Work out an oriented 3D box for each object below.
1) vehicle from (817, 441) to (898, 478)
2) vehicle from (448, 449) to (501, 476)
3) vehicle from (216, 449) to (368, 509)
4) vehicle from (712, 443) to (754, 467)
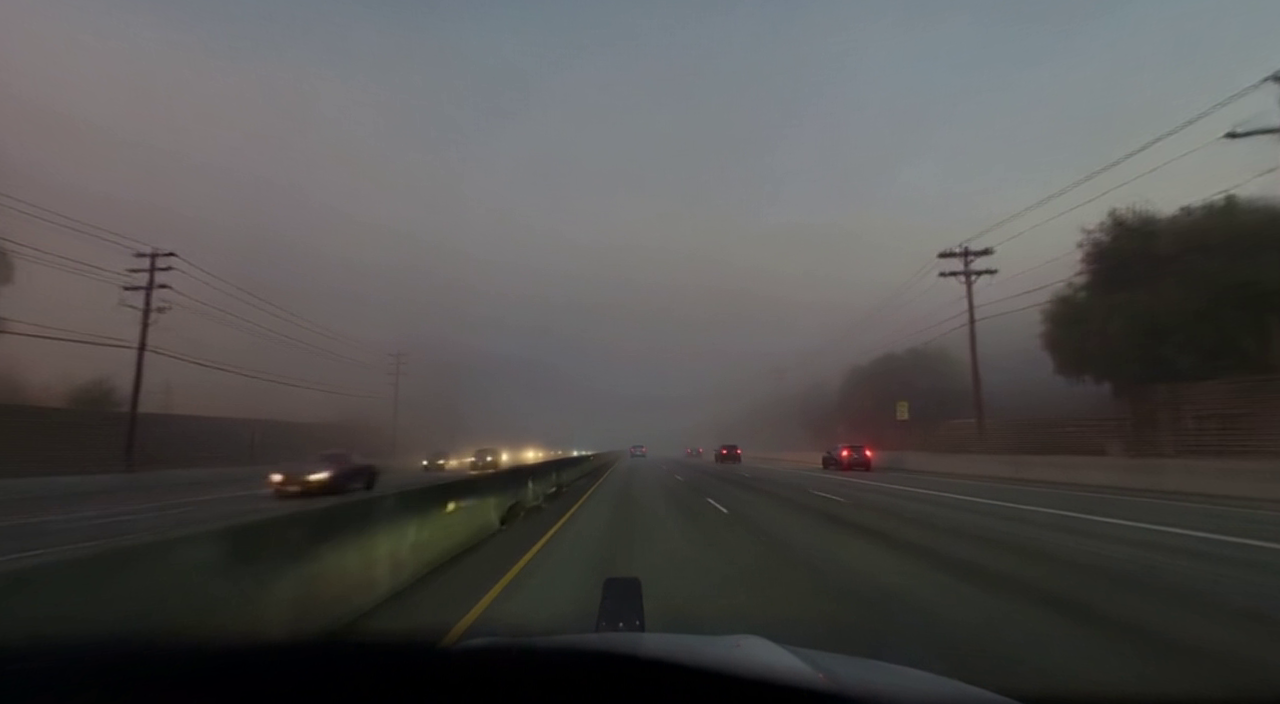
[{"bbox_3d":[9.622,4.777,28.350,1.969,1.506,4.422,0,-8,-2],"label":"vehicle"},{"bbox_3d":[-10.140,6.771,39.044,1.989,1.498,4.593,0,-9,0],"label":"vehicle"},{"bbox_3d":[-9.880,3.600,18.456,1.896,1.499,4.497,0,-8,0],"label":"vehicle"},{"bbox_3d":[6.336,7.090,43.648,2.069,1.520,4.614,0,-8,-1],"label":"vehicle"}]
